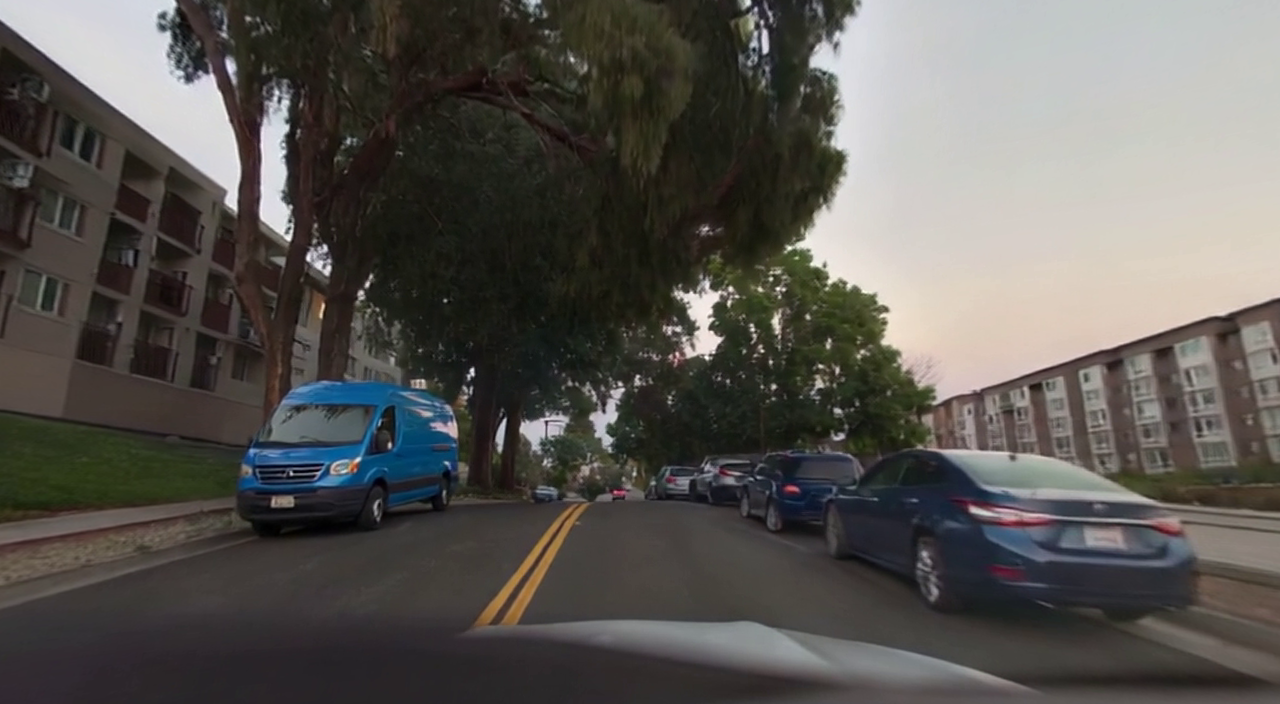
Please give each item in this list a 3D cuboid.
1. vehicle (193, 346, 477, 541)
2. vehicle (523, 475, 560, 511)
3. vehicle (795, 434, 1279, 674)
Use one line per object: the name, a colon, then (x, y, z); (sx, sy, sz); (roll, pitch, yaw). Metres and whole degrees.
vehicle: (-5.178, 1.744, 12.417); (2.546, 2.664, 6.863); (-2, -8, -4)
vehicle: (-6.729, 9.643, 43.491); (2.090, 1.674, 4.457); (-4, -4, -5)
vehicle: (3.033, 1.561, 6.097); (1.827, 1.436, 4.322); (0, -9, -2)
